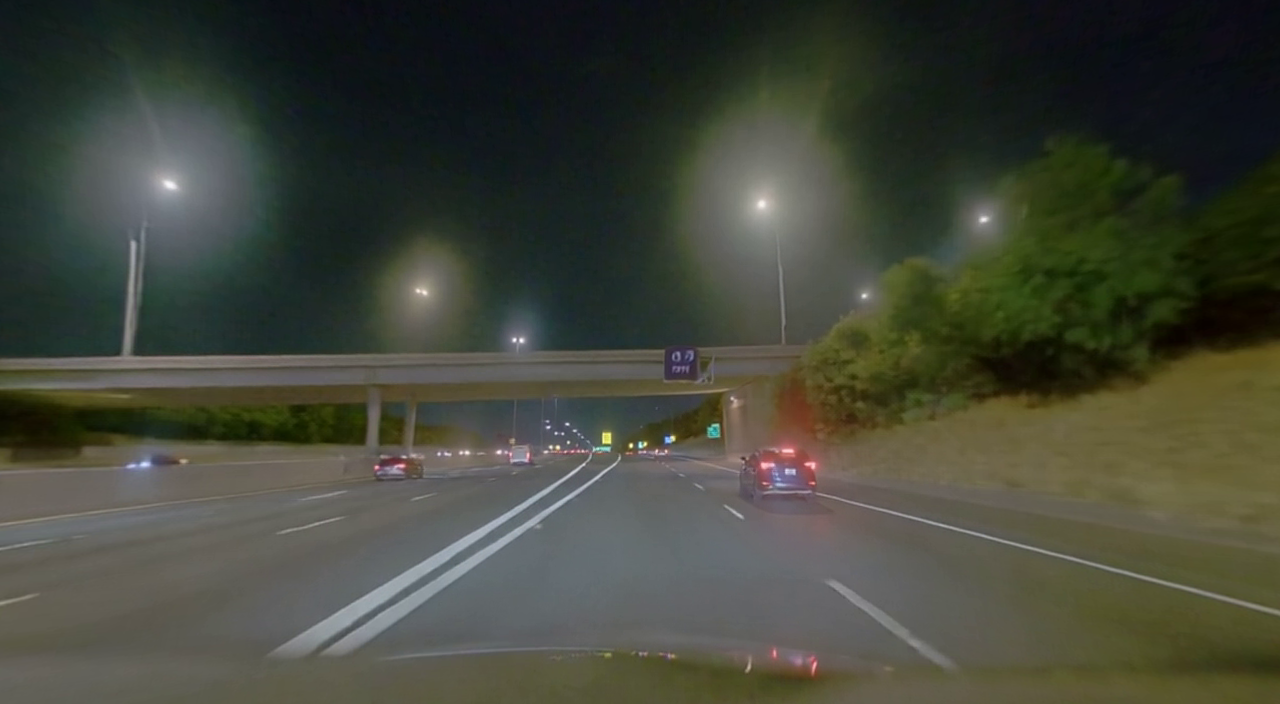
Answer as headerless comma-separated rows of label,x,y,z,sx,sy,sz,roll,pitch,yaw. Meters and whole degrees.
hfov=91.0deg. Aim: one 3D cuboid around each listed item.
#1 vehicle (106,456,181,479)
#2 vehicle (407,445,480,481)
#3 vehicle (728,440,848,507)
vehicle,-36.495,8.498,46.424,1.886,1.521,4.740,0,-9,-4
vehicle,-9.137,5.183,29.697,2.072,1.545,4.687,0,-9,-2
vehicle,3.784,3.179,16.963,2.079,1.535,4.316,0,-9,-1
